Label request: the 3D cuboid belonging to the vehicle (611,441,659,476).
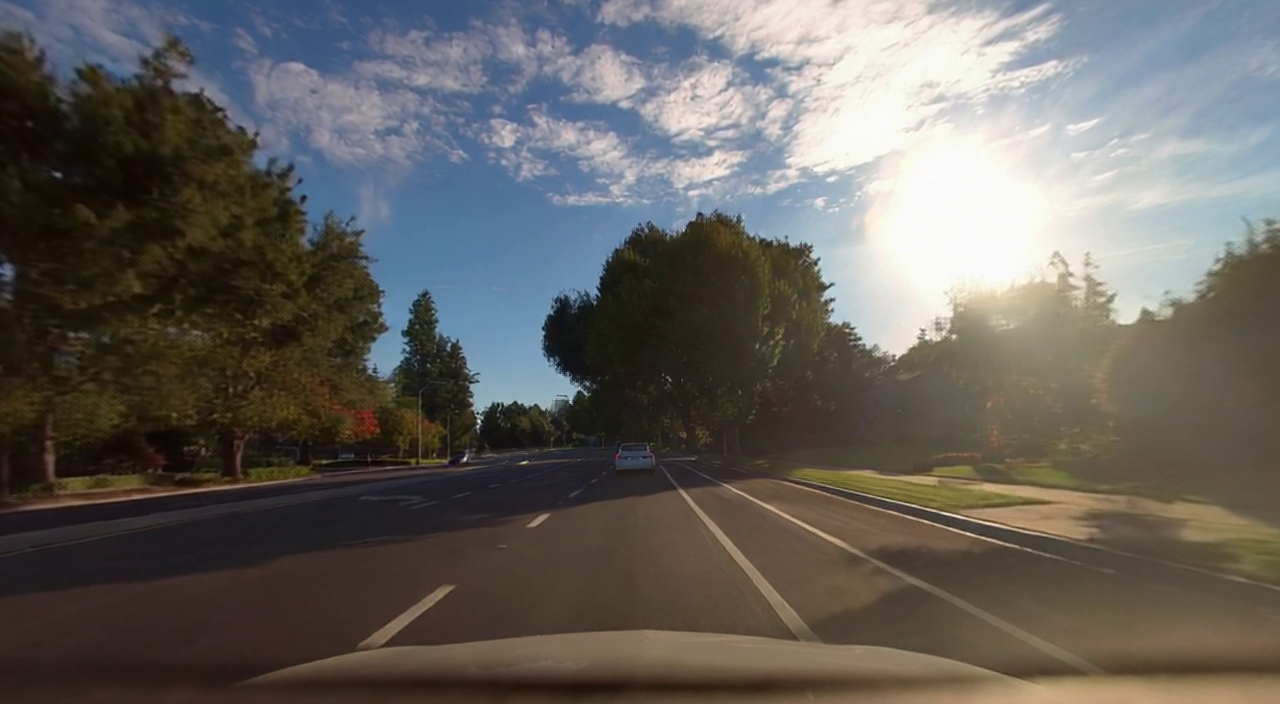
[{"bbox_3d":[-0.207,4.821,28.664,2.009,1.456,4.003,-1,-9,0],"label":"vehicle"}]
